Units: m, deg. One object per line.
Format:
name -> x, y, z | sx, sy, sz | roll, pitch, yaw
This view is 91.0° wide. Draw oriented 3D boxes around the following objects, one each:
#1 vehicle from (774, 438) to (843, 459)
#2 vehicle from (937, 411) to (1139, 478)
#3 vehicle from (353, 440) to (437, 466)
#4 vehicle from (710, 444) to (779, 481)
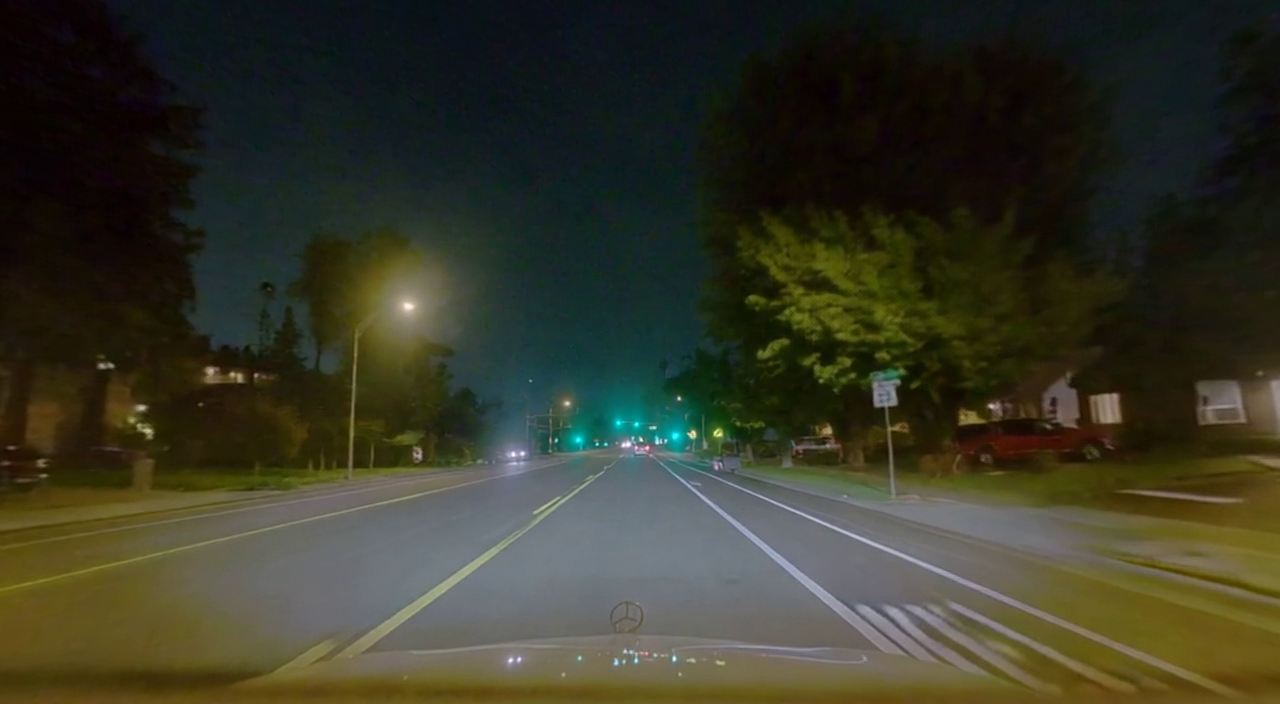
vehicle -> 12.648, 7.268, 47.359 | 4.593, 1.480, 1.819 | 0, -8, -2
vehicle -> 12.532, 2.941, 20.134 | 4.857, 1.987, 2.296 | 0, -8, 0
vehicle -> -19.384, 7.999, 49.966 | 5.684, 1.934, 2.217 | 0, -8, 0
vehicle -> 4.513, 4.822, 27.975 | 1.968, 1.467, 5.107 | 0, -8, -3
